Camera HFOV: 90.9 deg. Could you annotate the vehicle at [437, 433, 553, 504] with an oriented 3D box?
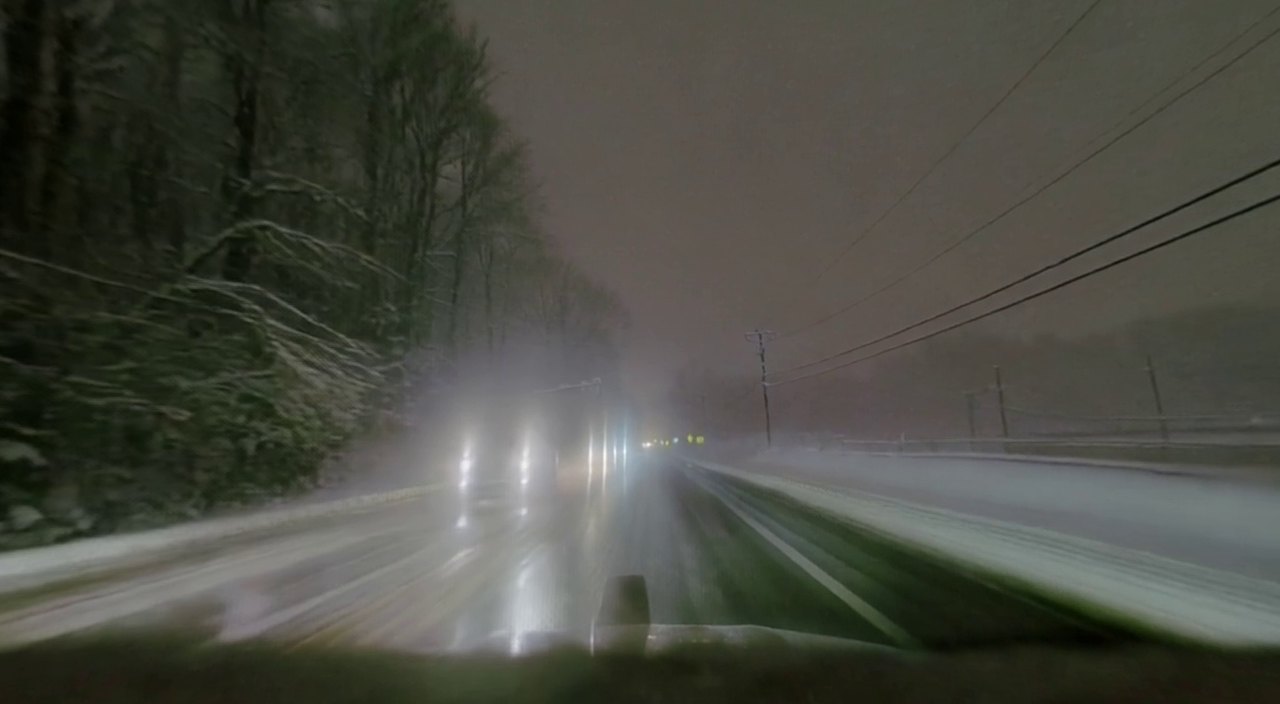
[{"bbox_3d":[-3.922,3.239,18.085,2.007,1.726,5.097,0,-8,2],"label":"vehicle"}]
